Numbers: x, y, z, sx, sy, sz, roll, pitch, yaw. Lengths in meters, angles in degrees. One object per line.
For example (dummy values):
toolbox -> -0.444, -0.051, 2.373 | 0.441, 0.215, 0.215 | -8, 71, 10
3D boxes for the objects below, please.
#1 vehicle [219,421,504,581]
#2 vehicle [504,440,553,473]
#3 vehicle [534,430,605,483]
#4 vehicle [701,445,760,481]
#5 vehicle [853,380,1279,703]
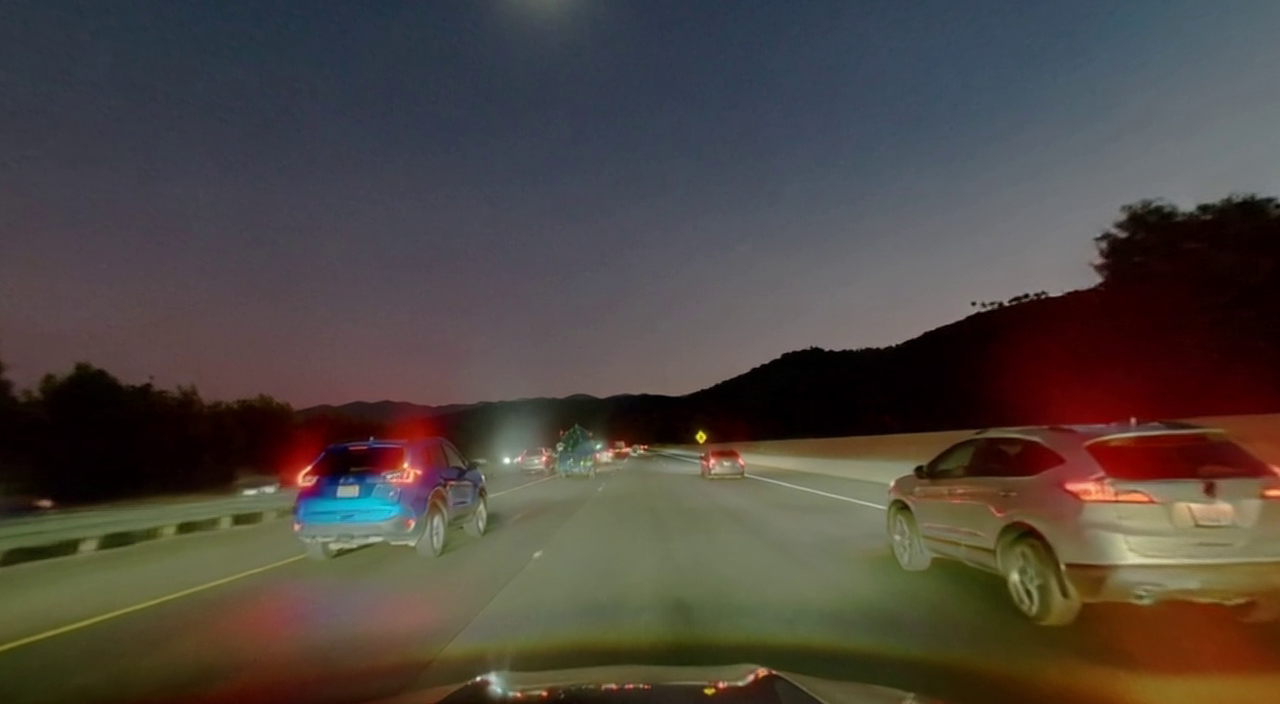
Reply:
vehicle -> -3.488, 1.937, 9.003 | 2.080, 1.716, 4.207 | 0, -8, 1
vehicle -> -6.914, 6.571, 39.702 | 2.149, 1.922, 4.976 | 0, -8, 0
vehicle -> -3.016, 4.671, 28.545 | 2.494, 2.136, 5.539 | 0, -8, 1
vehicle -> 4.195, 5.203, 29.935 | 2.071, 1.570, 4.637 | 0, -8, 0
vehicle -> 3.697, 1.327, 5.480 | 2.066, 1.696, 4.604 | 0, -8, 0
